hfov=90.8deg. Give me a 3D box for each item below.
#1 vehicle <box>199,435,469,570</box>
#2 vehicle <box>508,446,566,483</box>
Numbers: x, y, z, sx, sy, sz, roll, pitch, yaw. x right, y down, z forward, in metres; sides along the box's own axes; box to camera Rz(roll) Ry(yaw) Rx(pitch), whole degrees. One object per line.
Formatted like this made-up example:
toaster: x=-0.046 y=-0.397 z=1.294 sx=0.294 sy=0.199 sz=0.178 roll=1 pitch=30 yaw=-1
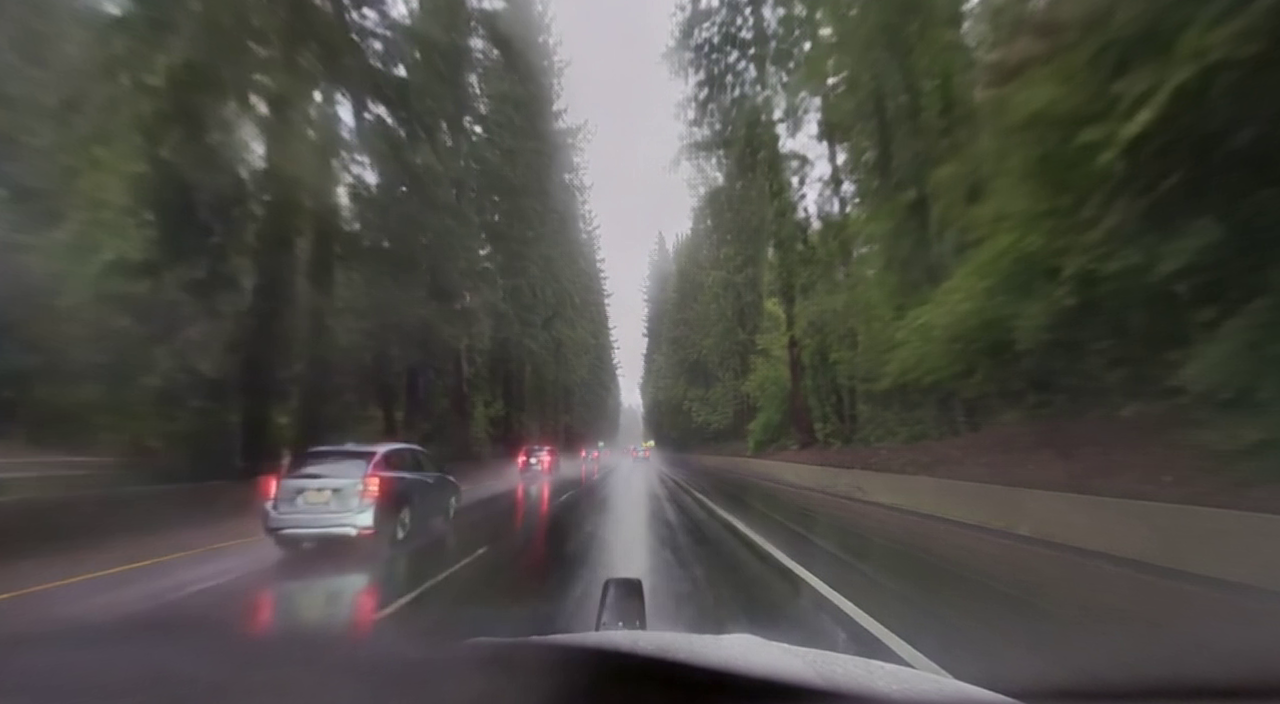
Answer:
vehicle: x=-3.959 y=1.984 z=9.050 sx=1.897 sy=1.481 sz=3.859 roll=0 pitch=-9 yaw=0
vehicle: x=-4.542 y=5.010 z=28.383 sx=1.838 sy=1.508 sz=4.317 roll=0 pitch=-9 yaw=0
